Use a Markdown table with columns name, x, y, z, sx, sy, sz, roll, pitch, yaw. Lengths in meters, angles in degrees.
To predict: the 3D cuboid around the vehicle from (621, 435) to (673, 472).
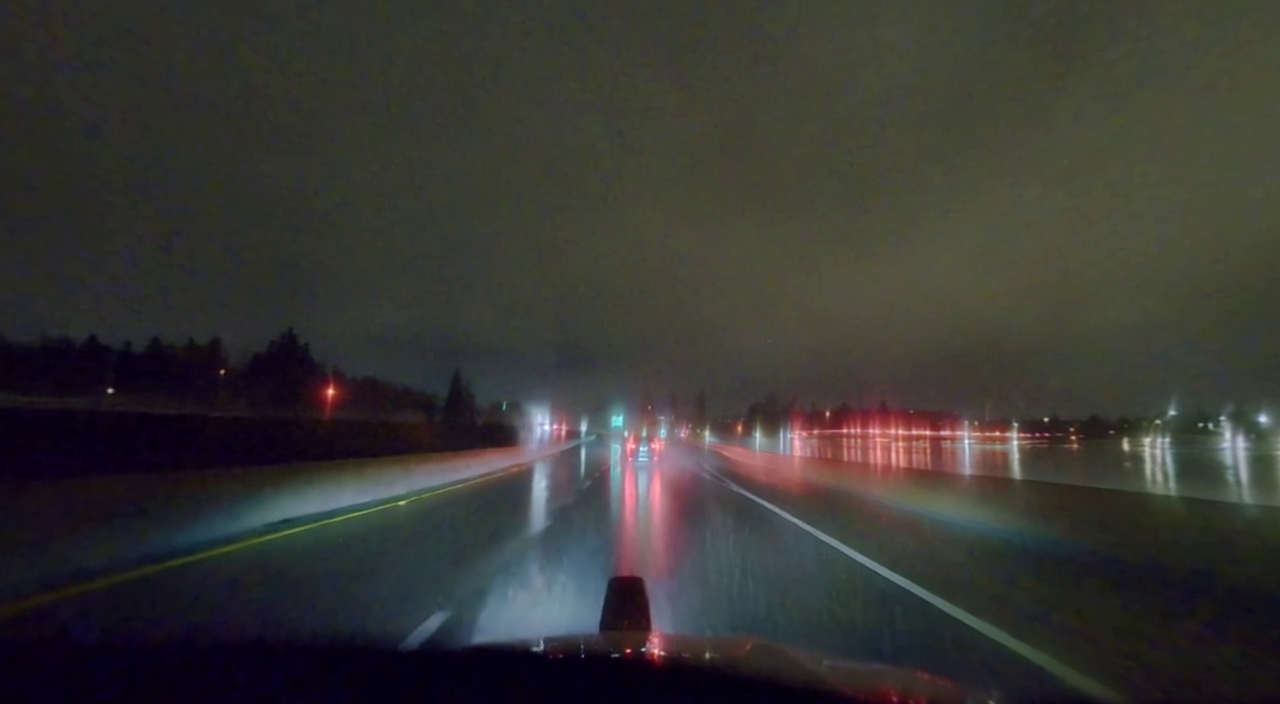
| name | x | y | z | sx | sy | sz | roll | pitch | yaw |
| --- | --- | --- | --- | --- | --- | --- | --- | --- | --- |
| vehicle | 0.324 | 4.462 | 27.937 | 2.130 | 1.512 | 4.057 | 0 | -8 | 0 |
